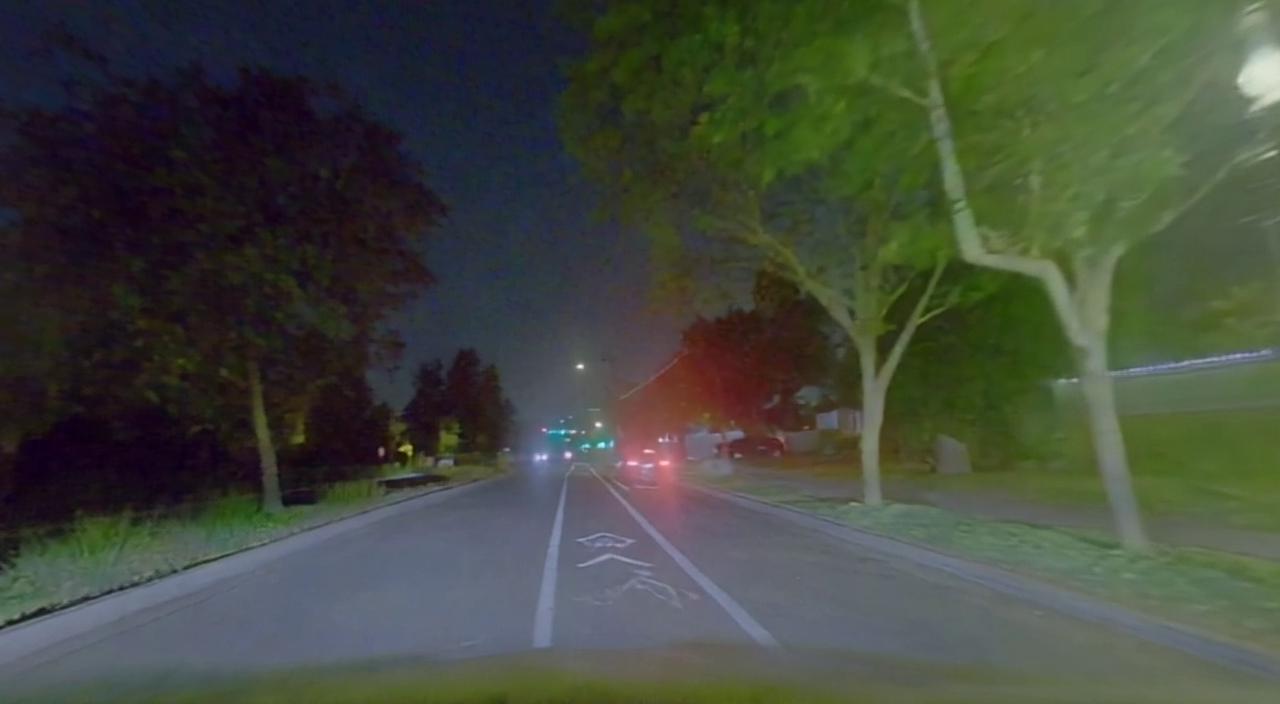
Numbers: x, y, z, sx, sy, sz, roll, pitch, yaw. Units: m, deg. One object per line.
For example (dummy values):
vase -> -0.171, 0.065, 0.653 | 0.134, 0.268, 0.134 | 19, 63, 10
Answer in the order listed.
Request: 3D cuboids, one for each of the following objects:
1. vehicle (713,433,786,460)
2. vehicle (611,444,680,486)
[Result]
vehicle -> 6.396, 5.532, 37.025 | 3.827, 1.512, 1.855 | 1, -8, -8
vehicle -> 0.125, 4.492, 25.528 | 1.979, 1.524, 4.578 | 1, -8, -10
